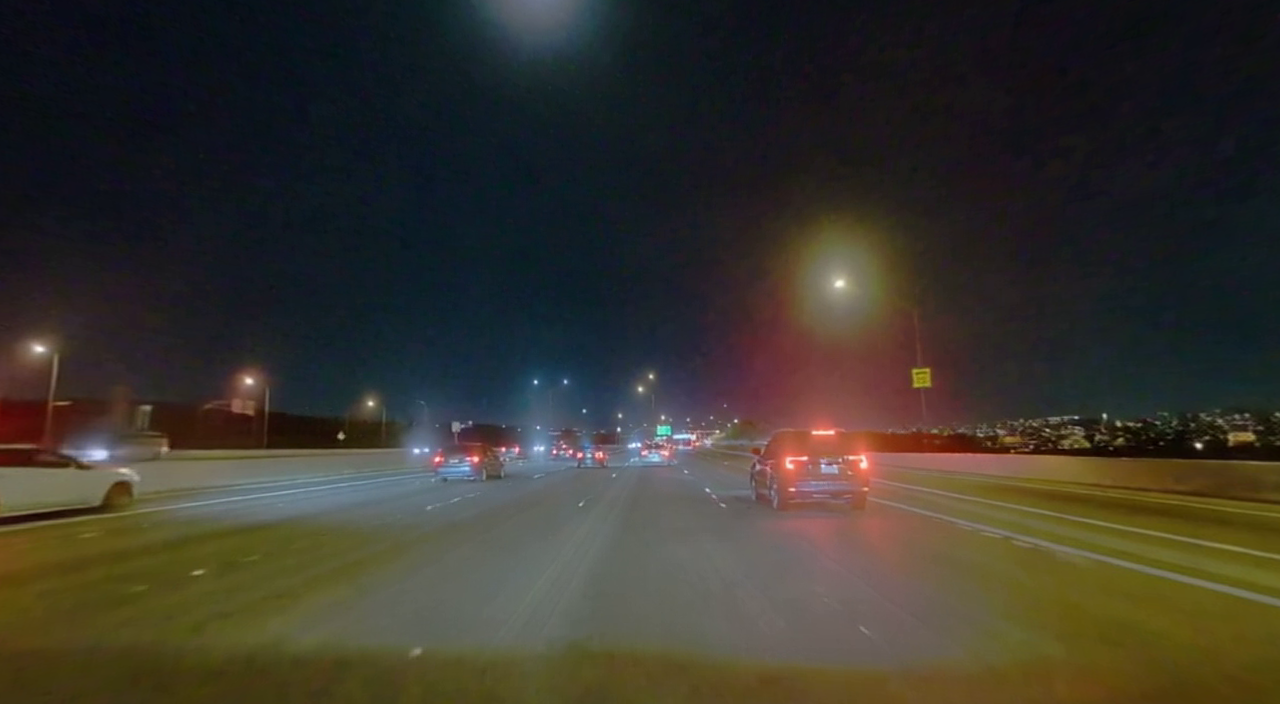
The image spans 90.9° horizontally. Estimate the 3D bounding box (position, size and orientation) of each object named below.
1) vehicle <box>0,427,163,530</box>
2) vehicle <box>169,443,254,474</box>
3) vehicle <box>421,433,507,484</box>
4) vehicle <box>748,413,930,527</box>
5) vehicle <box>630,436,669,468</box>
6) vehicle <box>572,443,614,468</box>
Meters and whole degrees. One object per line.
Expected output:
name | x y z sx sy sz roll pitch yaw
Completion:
vehicle | -11.724 2.259 11.506 2.076 1.701 5.093 0 -8 0
vehicle | -23.278 5.772 34.459 1.717 1.566 4.303 0 -8 -2
vehicle | -6.365 3.898 23.321 1.946 1.688 4.019 0 -8 1
vehicle | 3.641 2.259 12.639 2.083 1.823 4.627 0 -8 -1
vehicle | 0.565 5.706 36.184 2.133 1.739 3.925 0 -8 2
vehicle | -2.794 6.291 38.589 2.205 1.406 4.286 0 -8 1
